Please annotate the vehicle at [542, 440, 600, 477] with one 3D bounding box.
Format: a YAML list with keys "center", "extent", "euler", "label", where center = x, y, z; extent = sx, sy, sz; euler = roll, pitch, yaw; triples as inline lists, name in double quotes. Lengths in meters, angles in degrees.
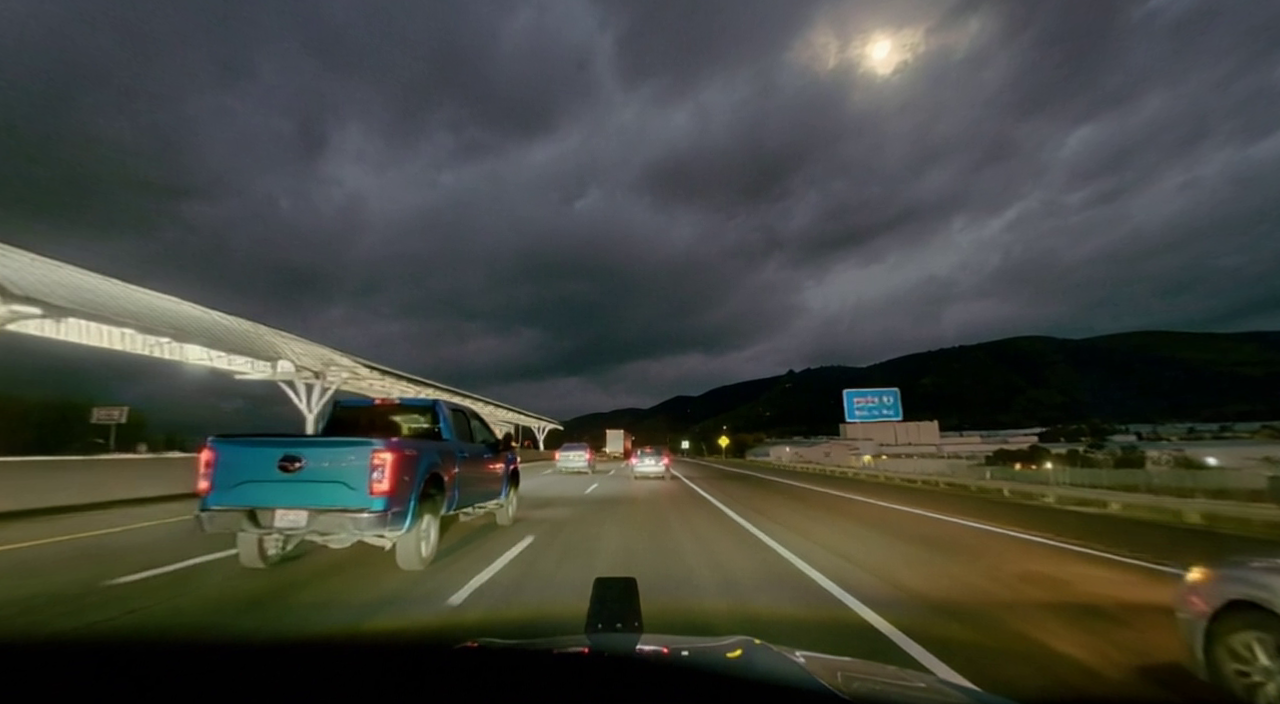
- center: [-3.191, 5.039, 30.042]
  extent: [2.151, 1.613, 4.786]
  euler: [0, -8, 1]
  label: "vehicle"

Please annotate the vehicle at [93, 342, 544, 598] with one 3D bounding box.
- center: [-3.327, 1.517, 8.980]
  extent: [2.733, 2.230, 6.820]
  euler: [0, -8, 1]
  label: "vehicle"

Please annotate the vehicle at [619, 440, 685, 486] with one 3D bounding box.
- center: [0.394, 3.989, 22.920]
  extent: [2.171, 1.493, 4.081]
  euler: [0, -8, 0]
  label: "vehicle"
